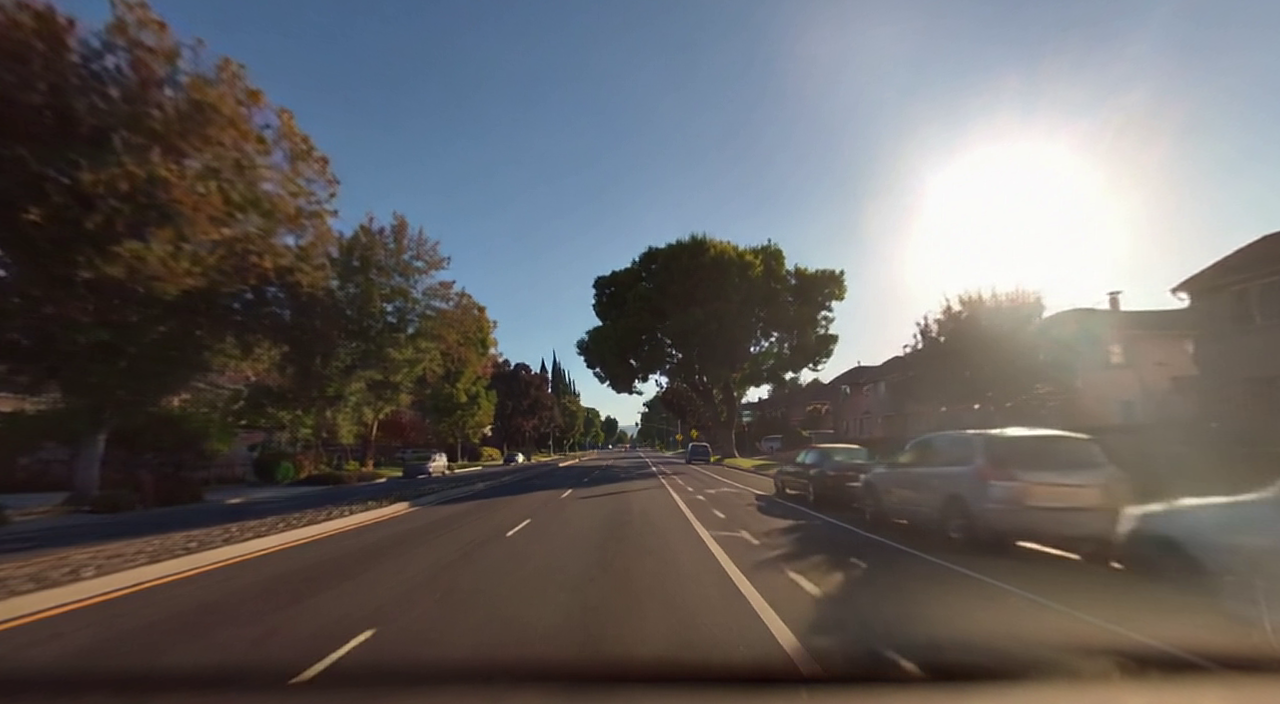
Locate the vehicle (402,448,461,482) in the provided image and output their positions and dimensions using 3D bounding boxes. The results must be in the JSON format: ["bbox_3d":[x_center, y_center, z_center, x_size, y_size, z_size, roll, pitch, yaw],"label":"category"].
[{"bbox_3d":[-12.477,6.749,38.154,2.034,1.646,4.808,-5,-7,-2],"label":"vehicle"}]

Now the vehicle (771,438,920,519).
[{"bbox_3d":[4.576,2.865,14.923,1.939,1.561,4.495,2,-8,-1],"label":"vehicle"}]

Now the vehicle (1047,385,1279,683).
[{"bbox_3d":[4.587,0.960,2.841,1.917,1.664,5.490,3,-9,0],"label":"vehicle"}]

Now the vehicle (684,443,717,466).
[{"bbox_3d":[4.371,7.501,46.221,2.000,1.520,4.943,0,-9,0],"label":"vehicle"}]
